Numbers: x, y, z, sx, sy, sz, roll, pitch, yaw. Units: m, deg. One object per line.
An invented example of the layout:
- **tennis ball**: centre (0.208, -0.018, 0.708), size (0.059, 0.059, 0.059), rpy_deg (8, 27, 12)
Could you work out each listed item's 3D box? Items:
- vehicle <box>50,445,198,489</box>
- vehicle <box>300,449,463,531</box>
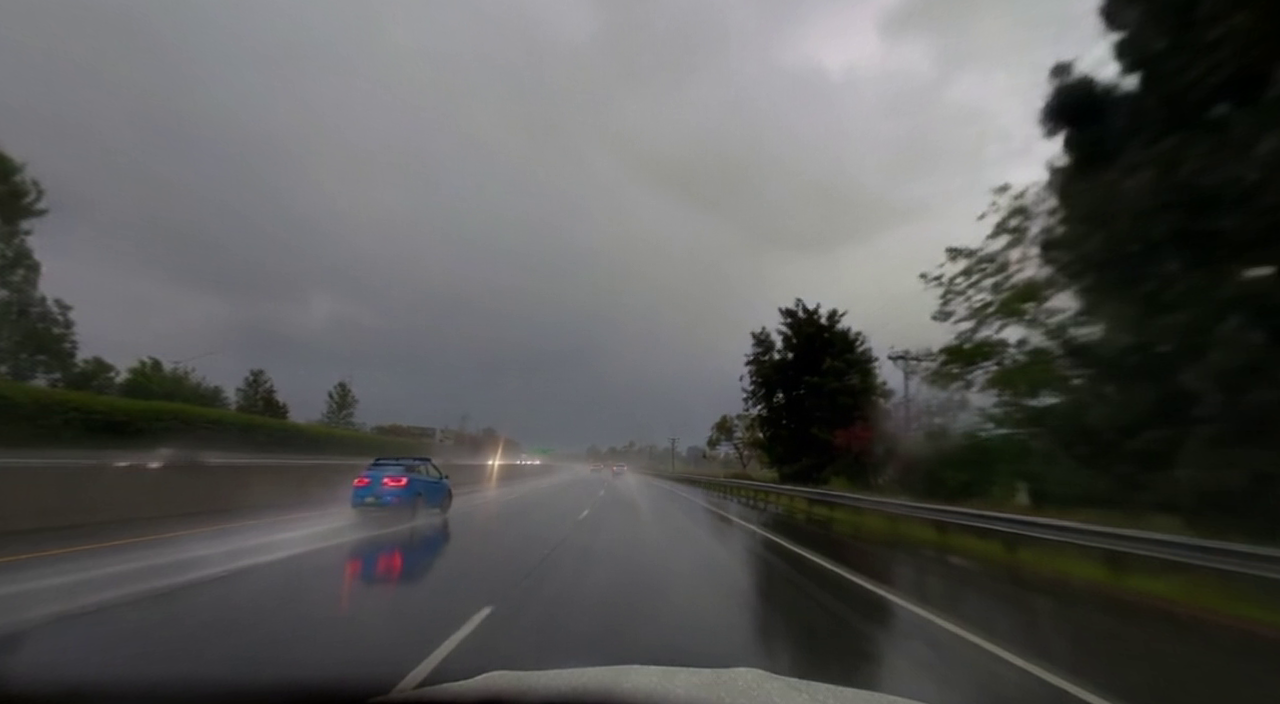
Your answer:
- **vehicle**: centre (-19.891, 4.503, 24.630), size (2.002, 1.530, 4.517), rpy_deg (1, -10, -2)
- **vehicle**: centre (-6.224, 3.396, 15.897), size (2.194, 1.704, 4.421), rpy_deg (1, -10, 0)
